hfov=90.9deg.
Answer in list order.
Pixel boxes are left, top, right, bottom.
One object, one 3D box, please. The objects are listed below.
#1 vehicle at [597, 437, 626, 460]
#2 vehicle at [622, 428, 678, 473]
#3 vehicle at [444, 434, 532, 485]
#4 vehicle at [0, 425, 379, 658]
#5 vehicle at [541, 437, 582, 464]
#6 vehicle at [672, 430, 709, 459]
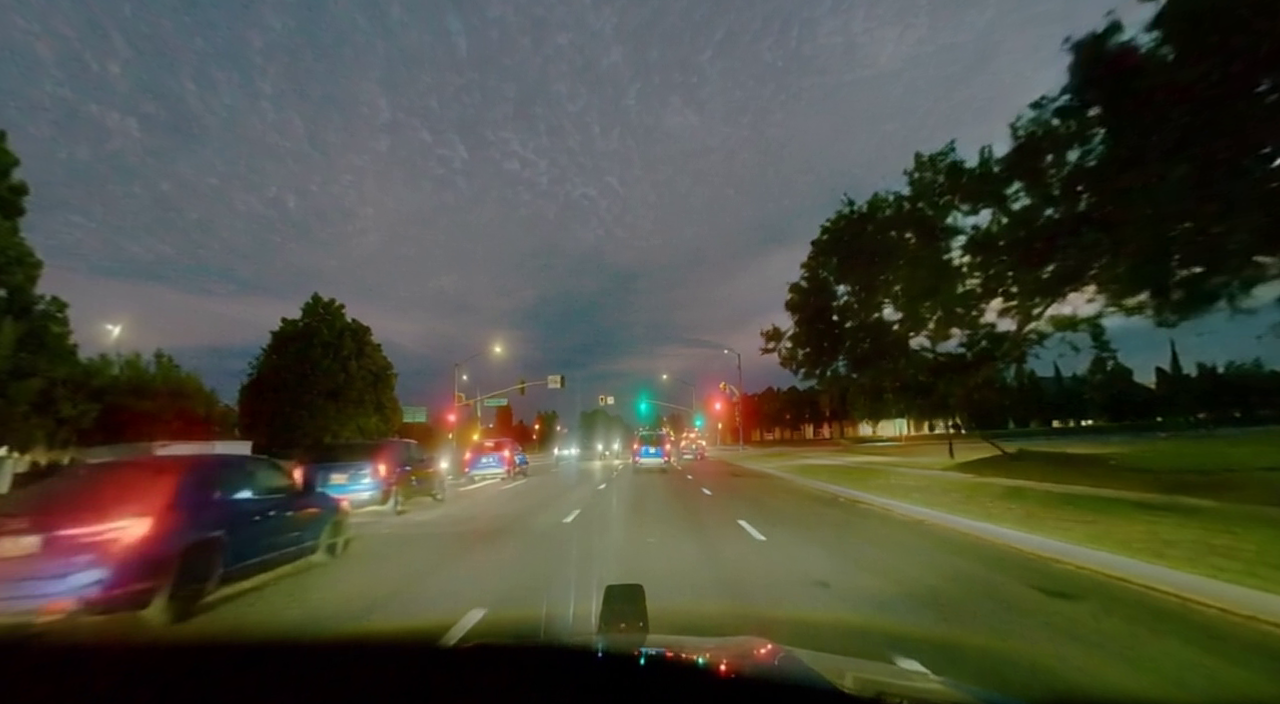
[{"bbox_3d":[-2.180,7.477,49.093,2.058,1.659,4.514,0,-8,0],"label":"vehicle"},{"bbox_3d":[0.428,4.292,27.610,2.235,1.778,4.178,-1,-8,1],"label":"vehicle"},{"bbox_3d":[-5.393,3.872,23.029,2.052,1.664,4.476,-1,-8,0],"label":"vehicle"},{"bbox_3d":[-4.370,1.541,6.332,2.043,1.464,4.571,1,-8,-7],"label":"vehicle"},{"bbox_3d":[-5.176,6.577,42.090,2.108,1.689,4.316,-1,-8,1],"label":"vehicle"},{"bbox_3d":[3.765,7.063,48.165,2.338,2.063,5.672,0,-8,-1],"label":"vehicle"}]
